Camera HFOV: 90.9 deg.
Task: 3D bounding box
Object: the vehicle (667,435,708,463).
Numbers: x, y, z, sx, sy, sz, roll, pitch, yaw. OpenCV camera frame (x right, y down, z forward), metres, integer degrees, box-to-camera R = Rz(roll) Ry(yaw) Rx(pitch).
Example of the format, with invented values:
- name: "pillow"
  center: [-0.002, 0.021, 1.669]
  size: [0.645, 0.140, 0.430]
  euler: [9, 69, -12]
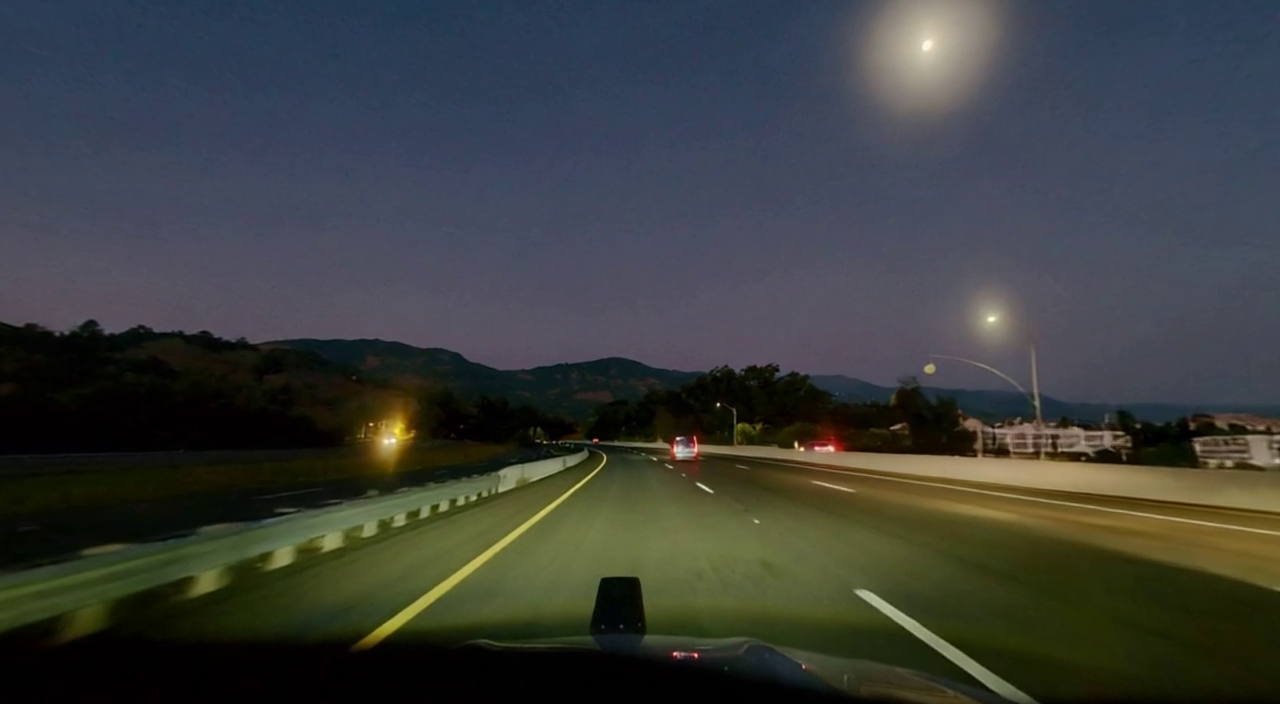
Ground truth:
- name: "vehicle"
  center: [3.202, 6.697, 43.650]
  size: [2.210, 1.815, 4.571]
  euler: [0, -8, -3]
